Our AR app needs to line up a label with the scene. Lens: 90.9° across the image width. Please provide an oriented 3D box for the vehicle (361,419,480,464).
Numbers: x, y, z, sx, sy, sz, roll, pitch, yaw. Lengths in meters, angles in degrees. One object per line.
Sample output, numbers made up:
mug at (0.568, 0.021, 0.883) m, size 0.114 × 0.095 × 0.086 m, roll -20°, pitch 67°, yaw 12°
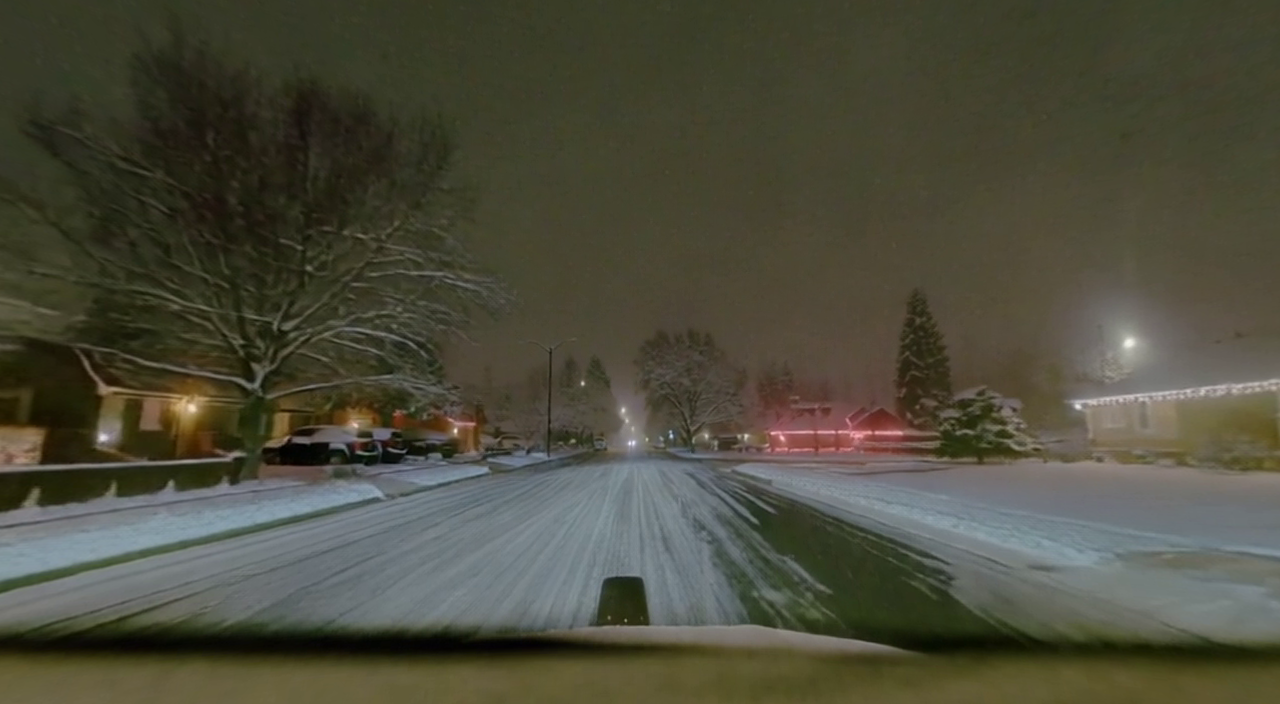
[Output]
vehicle at (-12.806, 5.282, 37.173) m, size 5.946 × 2.048 × 2.595 m, roll 5°, pitch -9°, yaw -2°

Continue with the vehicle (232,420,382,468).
vehicle at (-13.482, 3.746, 25.753) m, size 4.796 × 1.864 × 2.328 m, roll 0°, pitch -8°, yaw 2°
